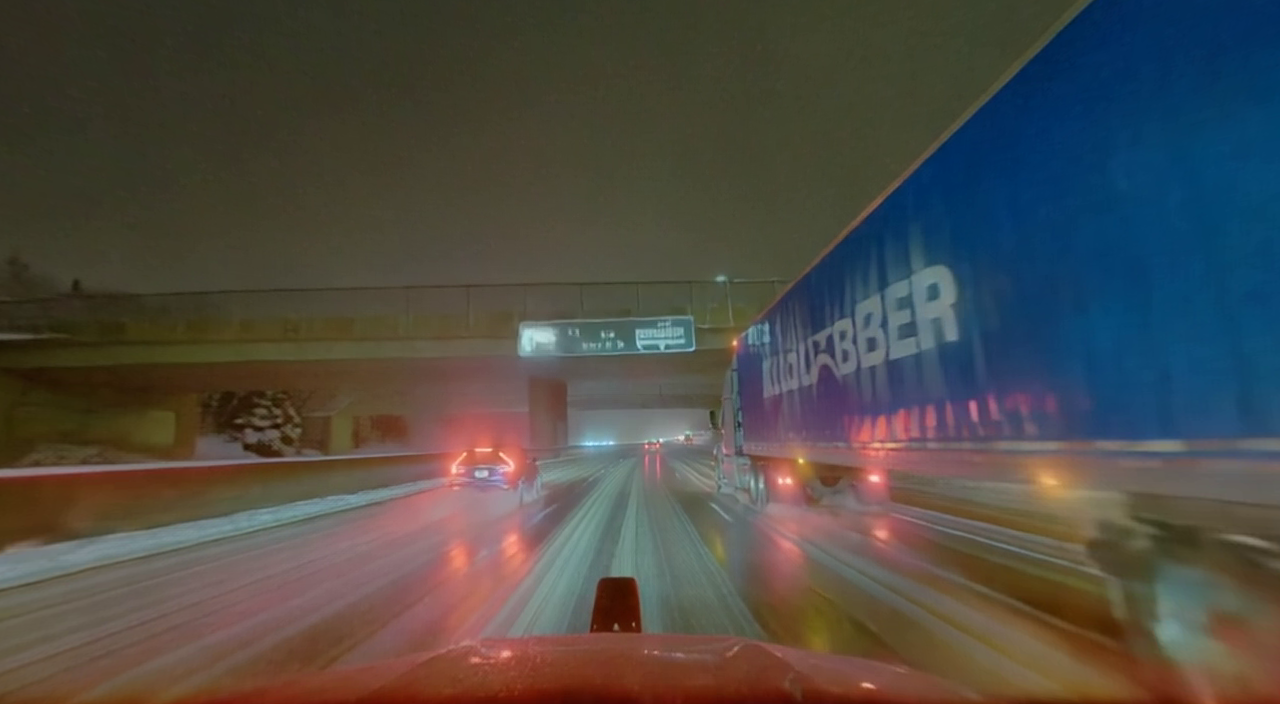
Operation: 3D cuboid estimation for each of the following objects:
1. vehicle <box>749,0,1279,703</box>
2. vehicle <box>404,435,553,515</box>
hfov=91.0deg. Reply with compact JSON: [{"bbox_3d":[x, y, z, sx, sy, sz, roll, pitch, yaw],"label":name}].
[{"bbox_3d":[3.839,0.415,6.037,3.306,3.531,11.717,0,-8,-1],"label":"vehicle"},{"bbox_3d":[-3.503,2.740,14.724,2.276,1.551,4.484,0,-8,0],"label":"vehicle"}]
